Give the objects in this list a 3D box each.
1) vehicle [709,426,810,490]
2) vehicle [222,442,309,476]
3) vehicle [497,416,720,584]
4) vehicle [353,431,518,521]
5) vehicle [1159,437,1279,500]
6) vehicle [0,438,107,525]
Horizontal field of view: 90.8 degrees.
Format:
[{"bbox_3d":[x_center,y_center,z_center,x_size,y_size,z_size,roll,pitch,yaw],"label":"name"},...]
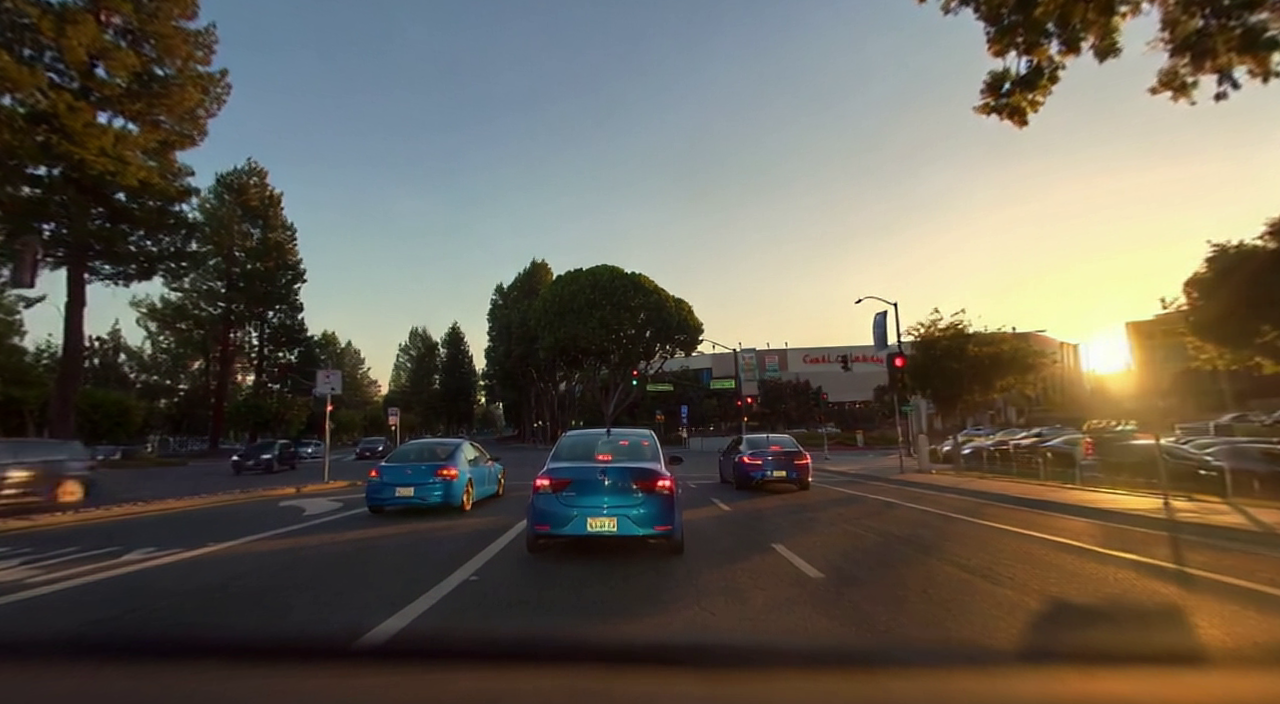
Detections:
[{"bbox_3d":[3.418,3.131,18.919,2.028,1.678,4.220,0,-8,-2],"label":"vehicle"},{"bbox_3d":[-20.274,5.781,34.489,1.982,1.712,4.511,0,-8,0],"label":"vehicle"},{"bbox_3d":[-0.380,1.673,7.987,2.045,1.533,4.183,0,-8,-3],"label":"vehicle"},{"bbox_3d":[-3.706,2.312,12.272,1.998,1.452,3.773,0,-8,-1],"label":"vehicle"},{"bbox_3d":[14.941,2.825,15.216,3.339,1.355,1.592,1,-9,11],"label":"vehicle"},{"bbox_3d":[-12.705,2.400,11.725,1.954,1.583,4.175,0,-8,0],"label":"vehicle"}]
